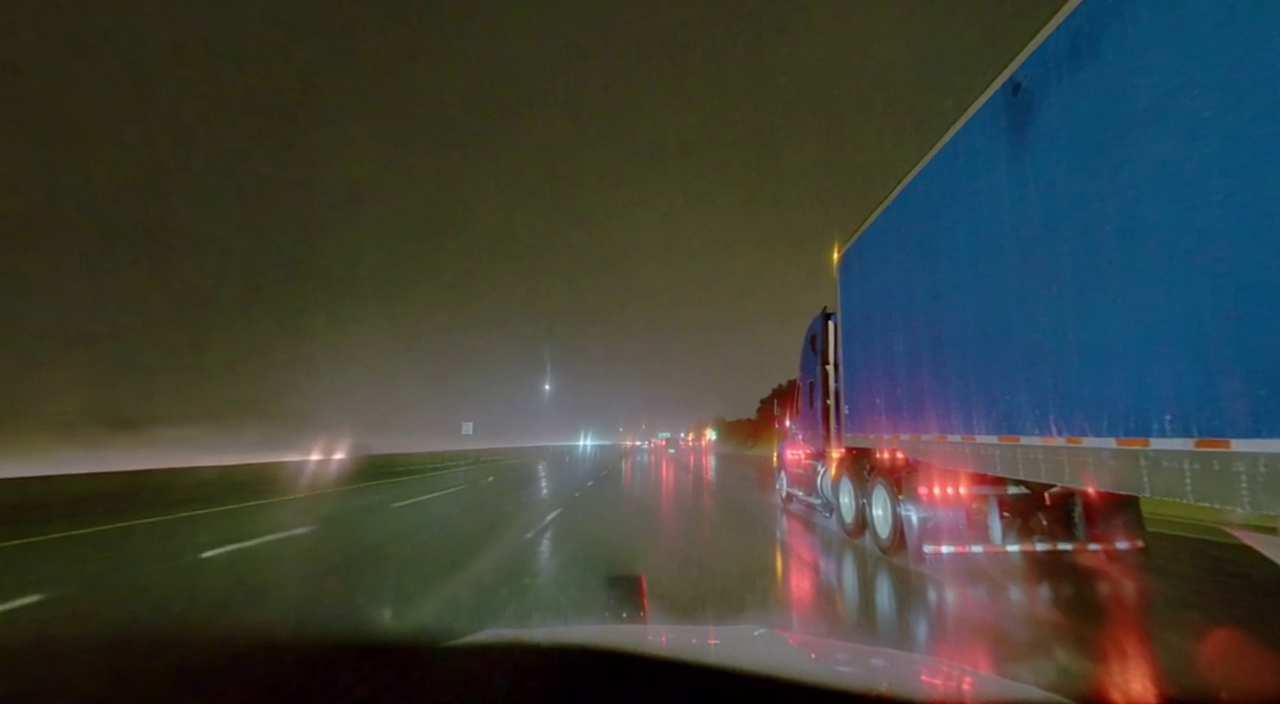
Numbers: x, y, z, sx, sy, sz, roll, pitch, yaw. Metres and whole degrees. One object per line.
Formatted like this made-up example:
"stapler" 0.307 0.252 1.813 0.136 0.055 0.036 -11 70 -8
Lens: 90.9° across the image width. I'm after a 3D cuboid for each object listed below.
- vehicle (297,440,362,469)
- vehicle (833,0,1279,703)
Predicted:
"vehicle" -21.082 6.967 43.058 1.993 1.880 4.717 0 -8 0
"vehicle" 3.766 -0.177 2.756 3.012 3.768 8.945 0 -8 0
